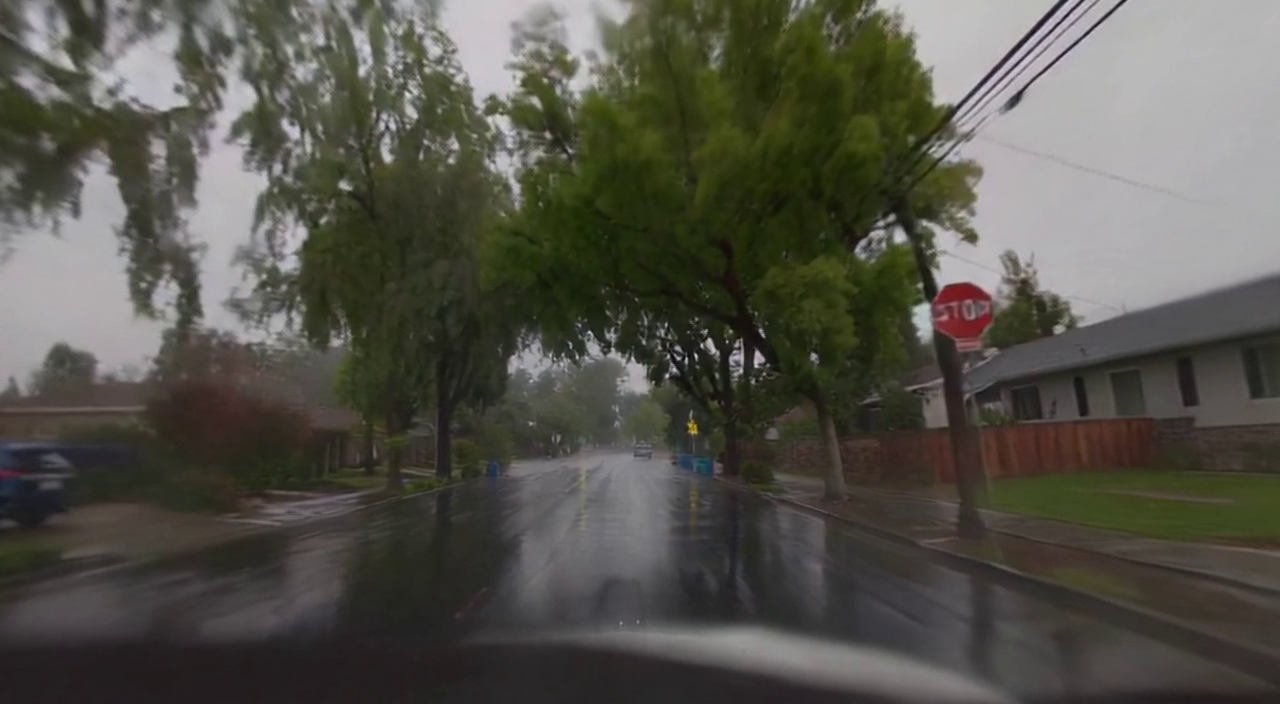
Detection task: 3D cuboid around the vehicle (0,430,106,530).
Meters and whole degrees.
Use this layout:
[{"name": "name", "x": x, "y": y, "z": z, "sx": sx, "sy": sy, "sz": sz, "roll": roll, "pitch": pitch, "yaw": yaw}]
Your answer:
[{"name": "vehicle", "x": -14.358, "y": 2.565, "z": 12.934, "sx": 4.809, "sy": 1.865, "sz": 2.093, "roll": 0, "pitch": -9, "yaw": -2}]
